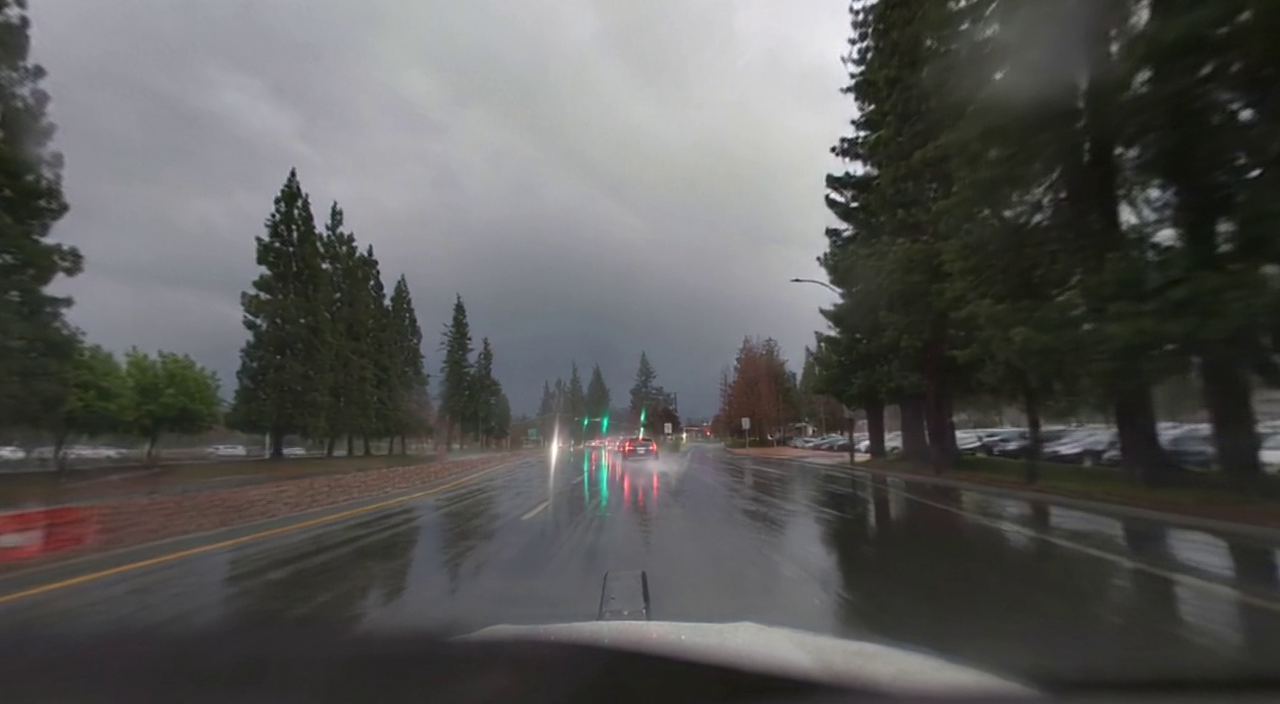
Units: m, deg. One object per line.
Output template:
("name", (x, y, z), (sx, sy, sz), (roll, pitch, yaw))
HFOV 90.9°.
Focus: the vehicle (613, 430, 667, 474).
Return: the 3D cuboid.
("vehicle", (-0.063, 4.259, 26.973), (2.135, 1.691, 3.884), (0, -9, -2))
